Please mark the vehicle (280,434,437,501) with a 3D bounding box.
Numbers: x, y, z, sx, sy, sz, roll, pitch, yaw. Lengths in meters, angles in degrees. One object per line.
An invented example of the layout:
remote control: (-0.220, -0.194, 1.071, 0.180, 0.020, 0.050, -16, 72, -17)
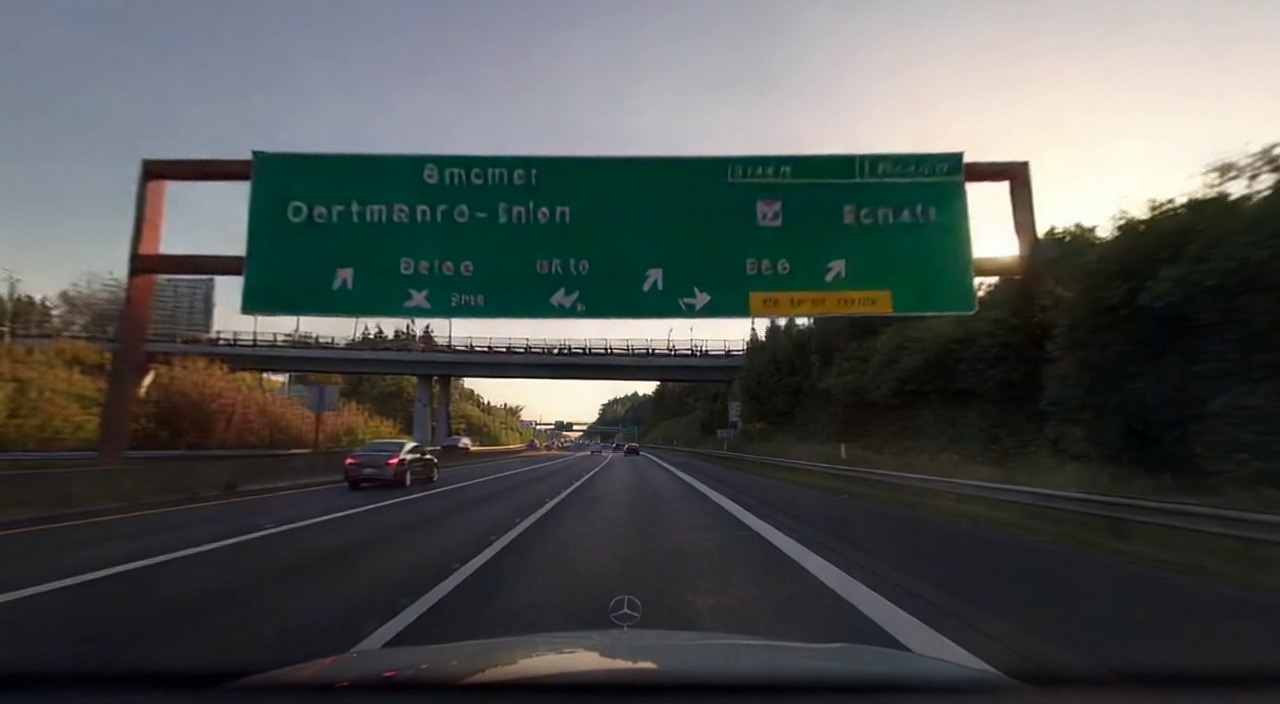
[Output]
vehicle: (-6.953, 2.880, 16.168, 2.053, 1.452, 4.347, 0, -8, 0)
